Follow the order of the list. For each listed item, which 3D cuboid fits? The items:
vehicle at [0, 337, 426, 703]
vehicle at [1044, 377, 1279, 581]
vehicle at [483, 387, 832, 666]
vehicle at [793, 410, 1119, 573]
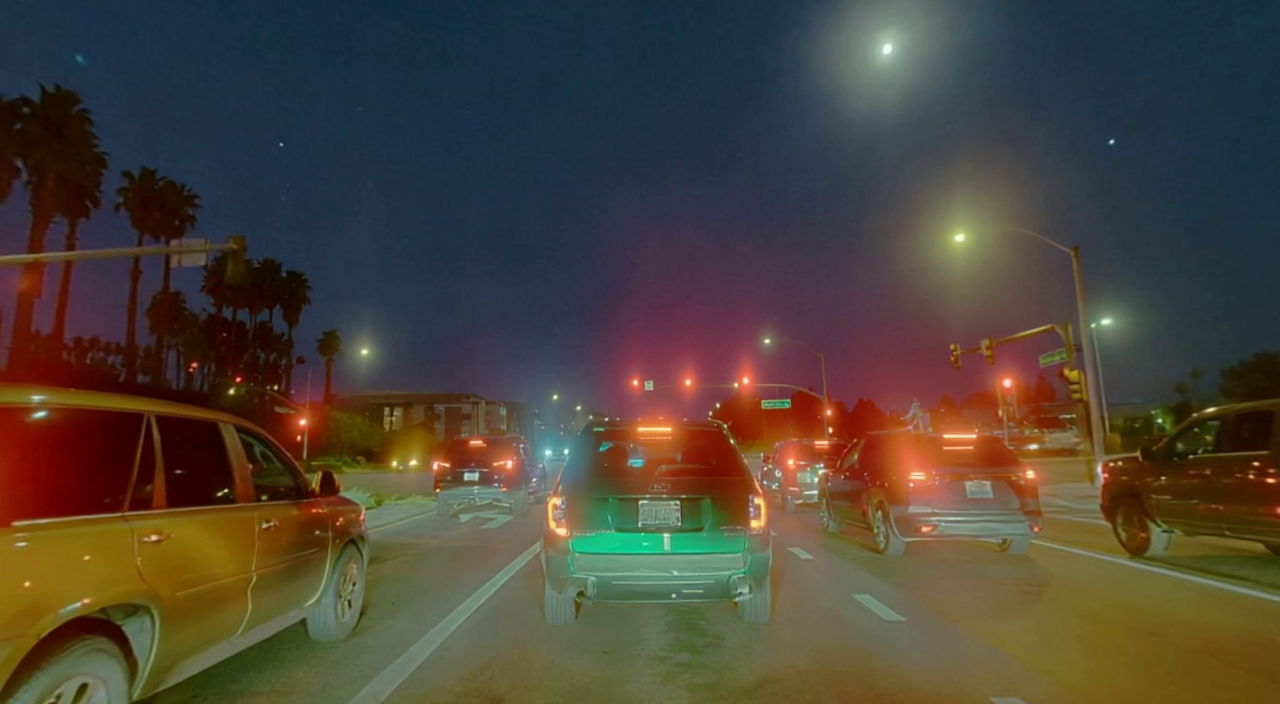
[{"bbox_3d":[-3.185,1.086,3.876,2.171,1.702,4.416,0,-9,0],"label":"vehicle"},{"bbox_3d":[7.299,1.299,6.560,2.337,1.925,5.728,0,-8,0],"label":"vehicle"},{"bbox_3d":[0.127,1.374,5.991,2.123,1.704,4.128,0,-9,1],"label":"vehicle"},{"bbox_3d":[3.977,1.863,9.278,2.072,1.704,5.170,0,-8,-1],"label":"vehicle"}]
